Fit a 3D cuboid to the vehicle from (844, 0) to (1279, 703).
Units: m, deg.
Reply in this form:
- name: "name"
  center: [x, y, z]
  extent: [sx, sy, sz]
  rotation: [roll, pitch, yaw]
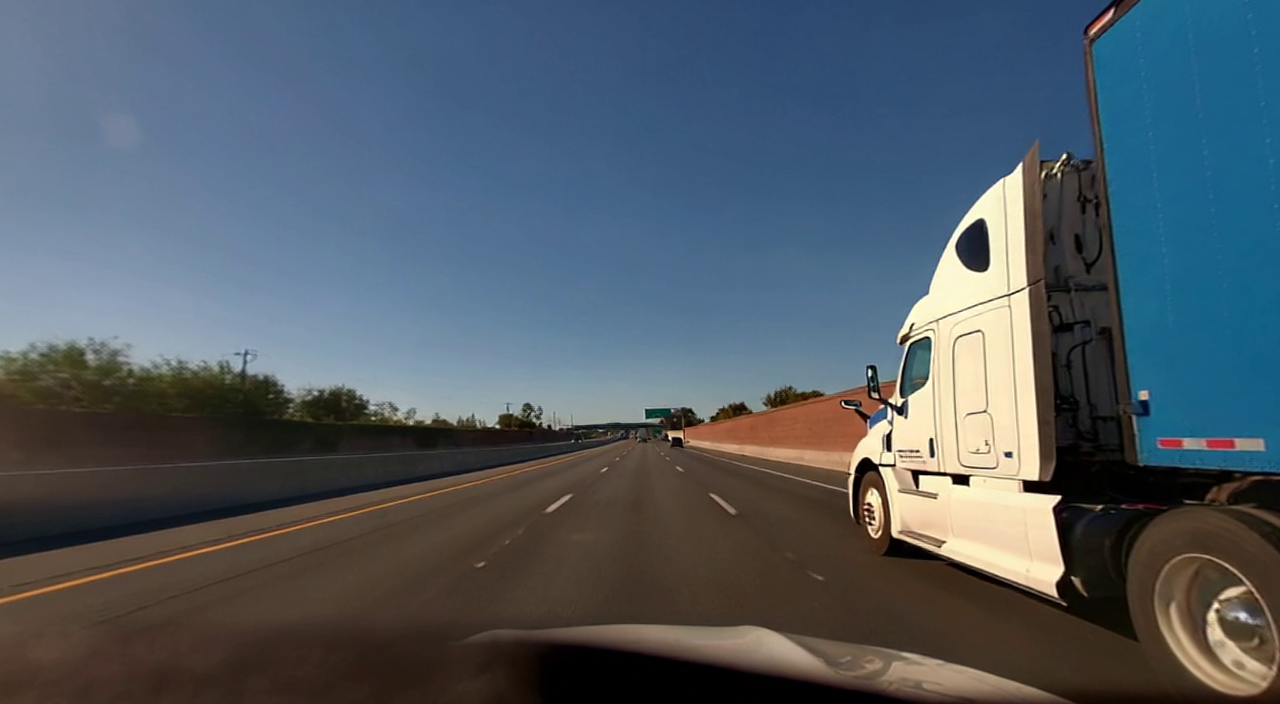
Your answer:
- name: "vehicle"
  center: [3.722, -0.256, 2.049]
  extent: [3.012, 3.768, 8.945]
  rotation: [0, -8, 0]
